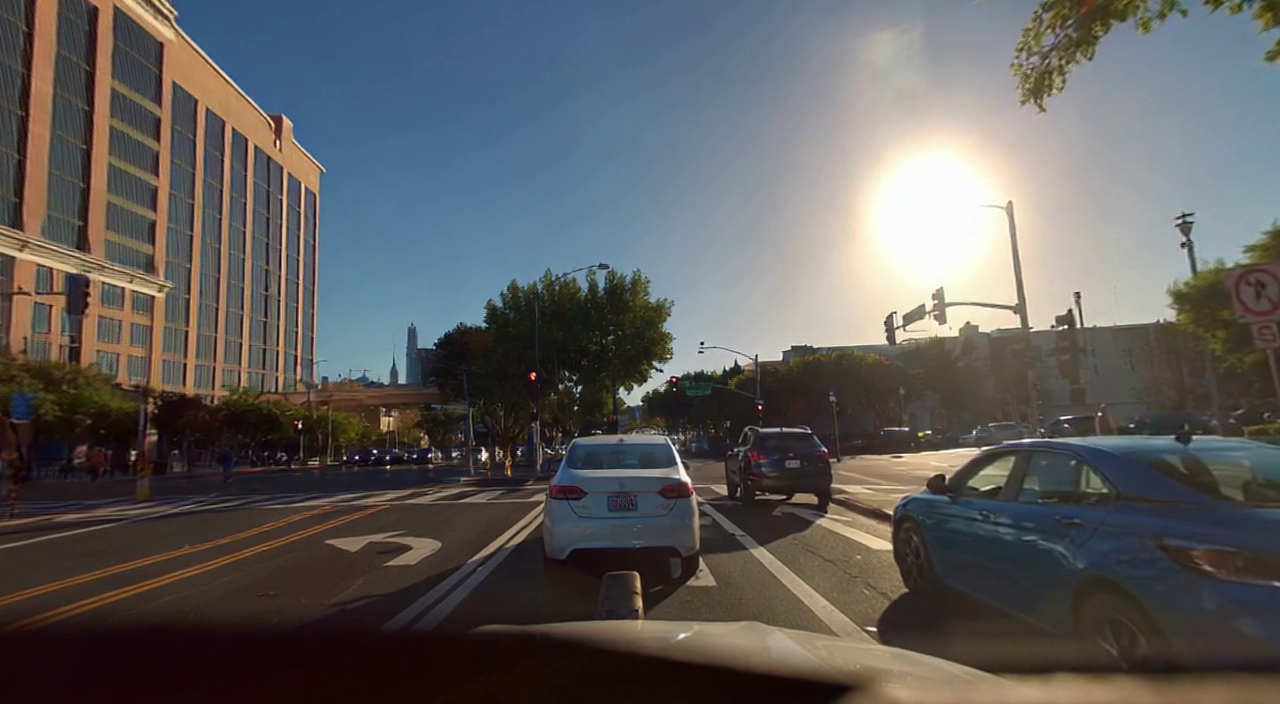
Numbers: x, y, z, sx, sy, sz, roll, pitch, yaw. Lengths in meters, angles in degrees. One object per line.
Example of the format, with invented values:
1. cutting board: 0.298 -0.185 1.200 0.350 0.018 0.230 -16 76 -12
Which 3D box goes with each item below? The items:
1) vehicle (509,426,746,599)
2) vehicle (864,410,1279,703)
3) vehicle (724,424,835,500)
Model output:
1. vehicle: -0.127 1.710 7.567 2.096 1.521 3.747 0 -8 -1
2. vehicle: 3.367 1.278 4.643 1.833 1.465 4.258 0 -8 -1
3. vehicle: 3.550 2.902 17.067 1.978 1.738 4.599 0 -8 0
